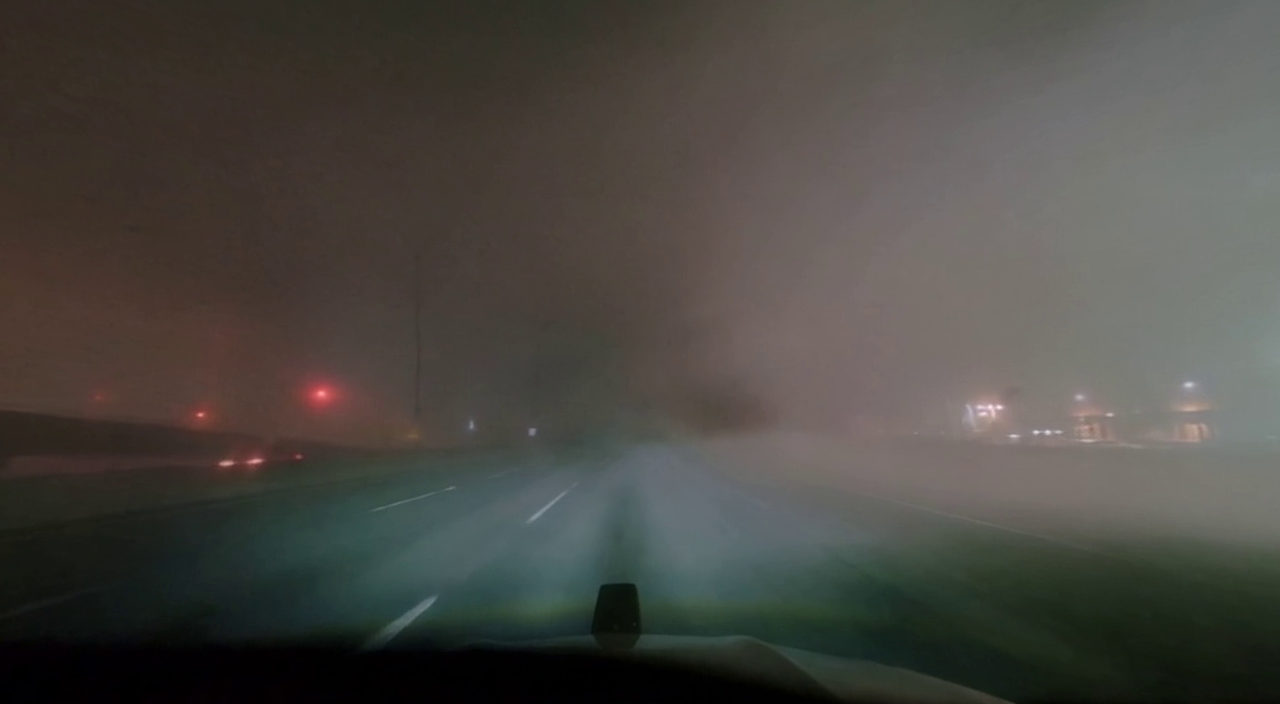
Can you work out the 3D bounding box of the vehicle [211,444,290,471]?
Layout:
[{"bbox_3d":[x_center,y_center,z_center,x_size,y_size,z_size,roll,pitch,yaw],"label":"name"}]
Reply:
[{"bbox_3d":[-23.861,6.447,38.697,1.910,1.536,4.502,0,-8,1],"label":"vehicle"}]
